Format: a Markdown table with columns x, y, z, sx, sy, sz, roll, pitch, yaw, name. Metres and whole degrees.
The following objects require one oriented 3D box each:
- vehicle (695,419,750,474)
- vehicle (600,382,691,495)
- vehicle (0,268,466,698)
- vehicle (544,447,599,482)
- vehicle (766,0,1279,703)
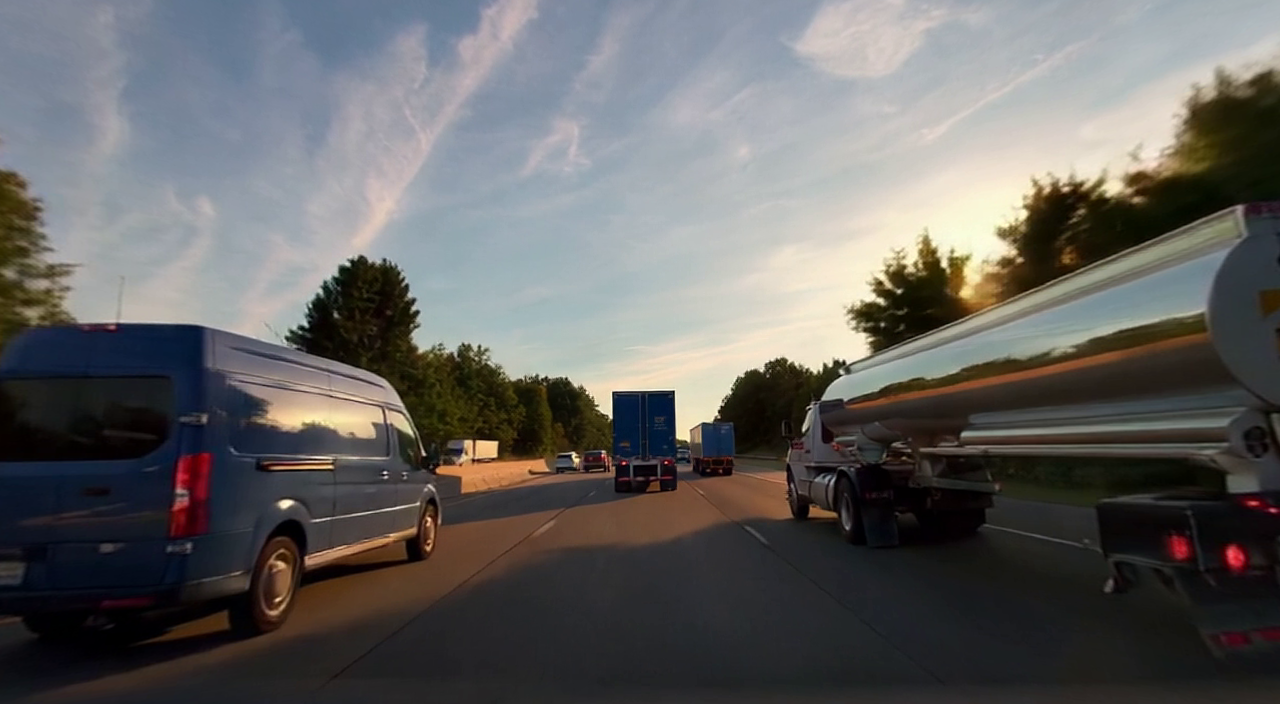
| x | y | z | sx | sy | sz | roll | pitch | yaw | name |
| --- | --- | --- | --- | --- | --- | --- | --- | --- | --- |
| 5.739 | 6.897 | 45.870 | 2.706 | 3.500 | 11.483 | 0 | -9 | 1 | vehicle |
| 0.136 | 3.382 | 24.040 | 2.773 | 3.455 | 9.118 | 0 | -9 | 0 | vehicle |
| -4.146 | 1.219 | 6.960 | 2.525 | 2.572 | 6.260 | 0 | -9 | 1 | vehicle |
| -3.441 | 5.767 | 32.572 | 2.134 | 1.652 | 4.439 | 0 | -9 | 2 | vehicle |
| 4.432 | 0.501 | 8.343 | 3.139 | 4.152 | 11.915 | 0 | -9 | 0 | vehicle |
